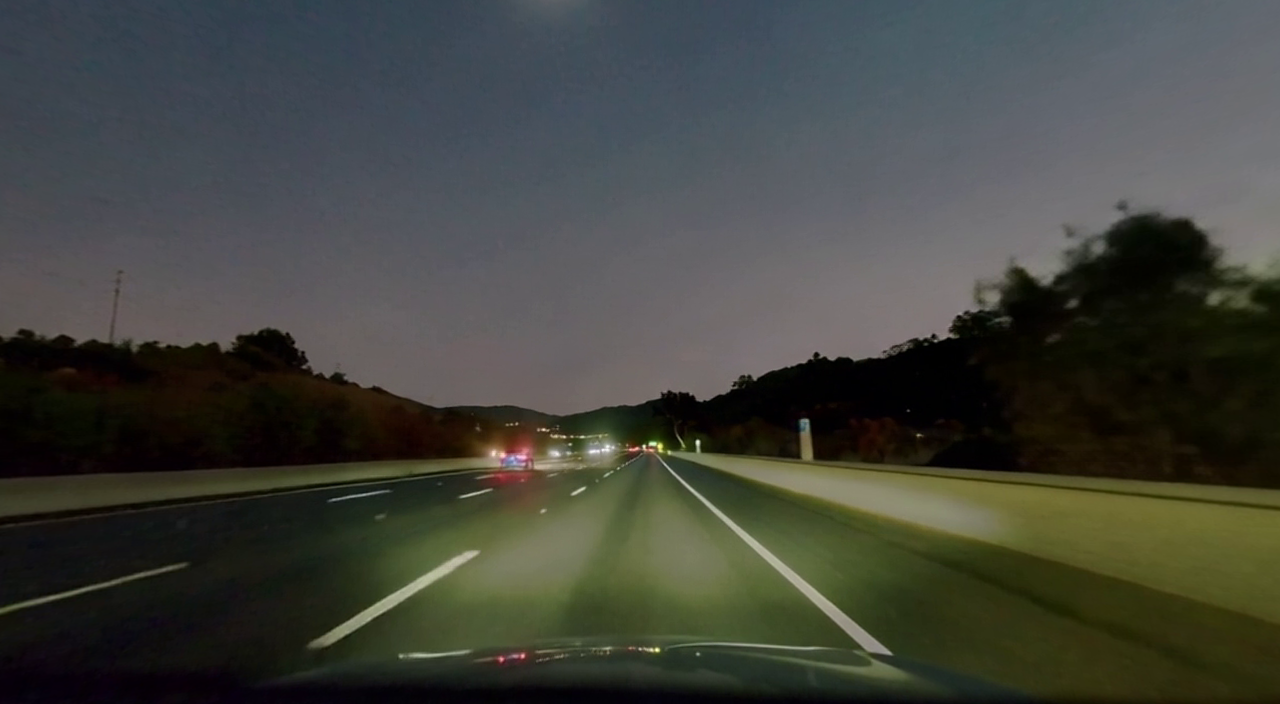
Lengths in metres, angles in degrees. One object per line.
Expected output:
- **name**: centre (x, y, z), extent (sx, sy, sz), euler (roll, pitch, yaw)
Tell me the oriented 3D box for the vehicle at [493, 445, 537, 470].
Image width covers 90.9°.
- **vehicle**: centre (-9.368, 7.914, 47.607), extent (2.152, 1.753, 4.972), euler (-1, -9, 2)
